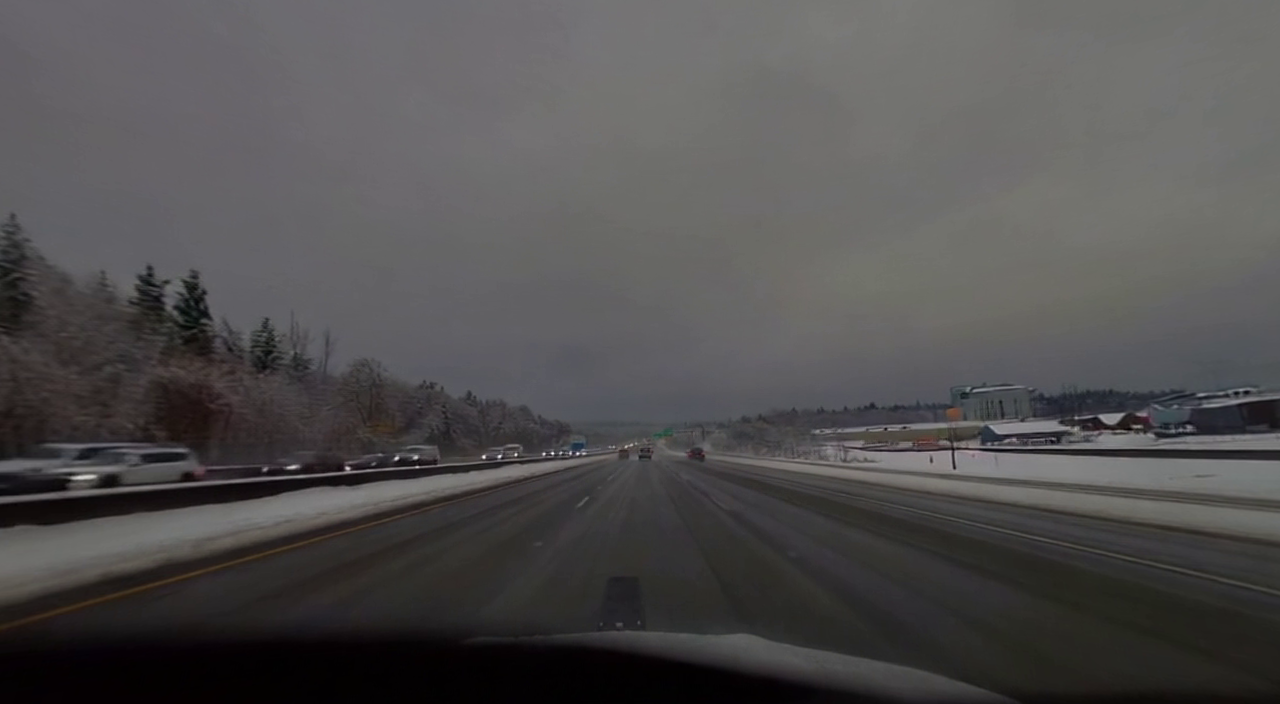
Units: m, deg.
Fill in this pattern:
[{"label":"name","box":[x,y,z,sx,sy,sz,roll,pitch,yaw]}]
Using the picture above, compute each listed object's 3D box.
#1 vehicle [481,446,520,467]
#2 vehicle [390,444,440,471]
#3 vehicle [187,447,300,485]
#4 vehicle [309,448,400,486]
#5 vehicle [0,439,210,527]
[{"label":"vehicle","box":[-10.906,8.170,49.546,1.969,1.539,4.401,-1,-9,2]},{"label":"vehicle","box":[-16.188,7.582,45.531,1.985,1.819,4.284,0,-9,0]},{"label":"vehicle","box":[-17.172,4.939,27.608,1.905,1.478,4.646,0,-9,0]},{"label":"vehicle","box":[-11.635,4.710,26.004,1.893,1.419,3.812,-1,-9,1]},{"label":"vehicle","box":[-11.669,2.597,13.077,2.025,1.474,4.804,0,-9,1]}]
